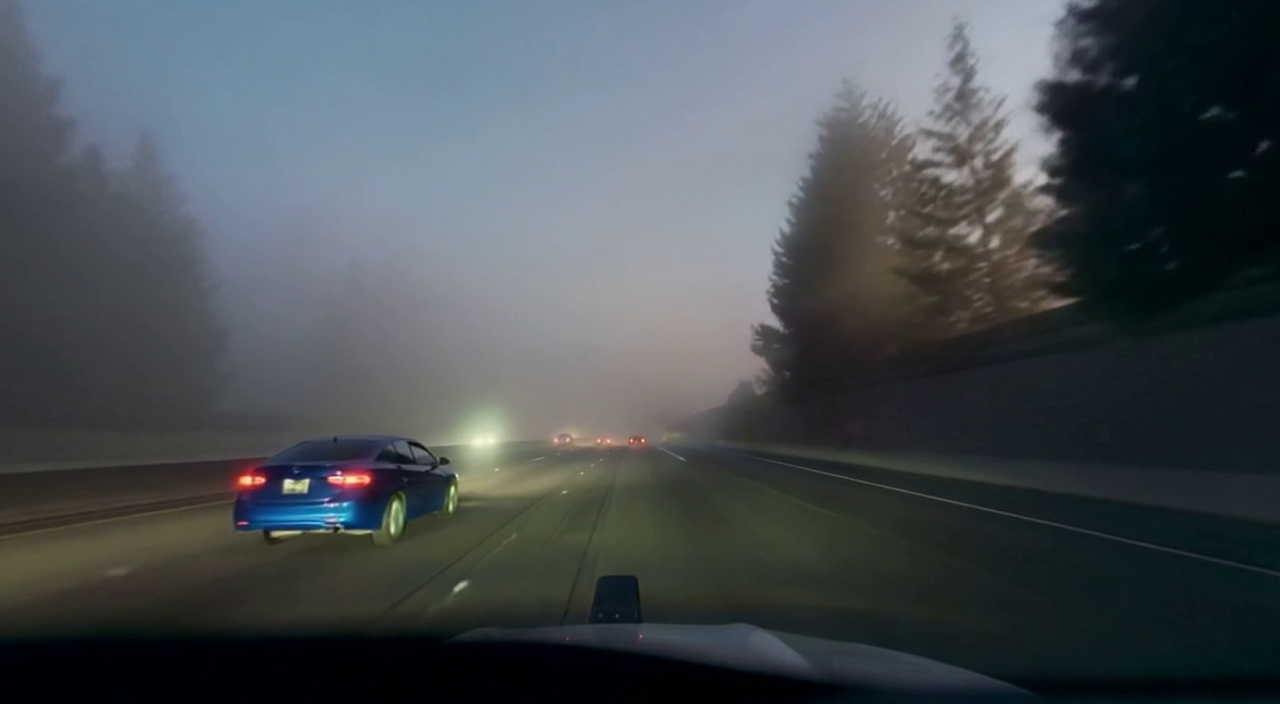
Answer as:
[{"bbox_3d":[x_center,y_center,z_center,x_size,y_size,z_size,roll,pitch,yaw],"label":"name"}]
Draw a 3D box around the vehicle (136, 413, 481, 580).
[{"bbox_3d":[-3.511,1.579,7.712,2.079,1.500,3.881,0,-8,0],"label":"vehicle"}]
